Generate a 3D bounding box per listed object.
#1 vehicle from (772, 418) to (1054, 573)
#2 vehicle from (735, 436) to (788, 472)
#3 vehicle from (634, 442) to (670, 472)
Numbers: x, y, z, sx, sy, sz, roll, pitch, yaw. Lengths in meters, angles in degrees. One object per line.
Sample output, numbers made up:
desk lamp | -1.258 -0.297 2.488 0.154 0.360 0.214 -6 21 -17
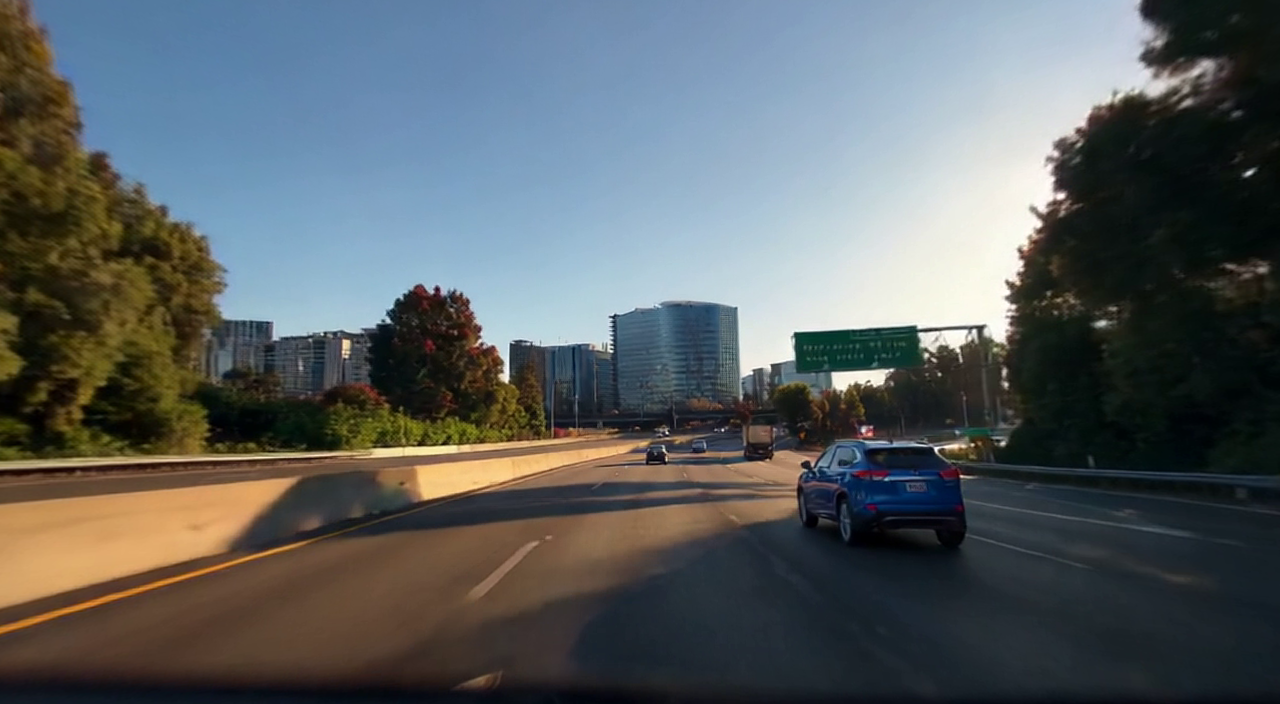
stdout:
vehicle | 3.434 1.892 9.111 2.097 1.659 4.320 0 -9 0
vehicle | 8.023 6.819 42.368 2.526 2.230 6.190 -1 -9 2
vehicle | 0.827 6.752 40.882 2.181 1.768 4.383 -1 -9 3
